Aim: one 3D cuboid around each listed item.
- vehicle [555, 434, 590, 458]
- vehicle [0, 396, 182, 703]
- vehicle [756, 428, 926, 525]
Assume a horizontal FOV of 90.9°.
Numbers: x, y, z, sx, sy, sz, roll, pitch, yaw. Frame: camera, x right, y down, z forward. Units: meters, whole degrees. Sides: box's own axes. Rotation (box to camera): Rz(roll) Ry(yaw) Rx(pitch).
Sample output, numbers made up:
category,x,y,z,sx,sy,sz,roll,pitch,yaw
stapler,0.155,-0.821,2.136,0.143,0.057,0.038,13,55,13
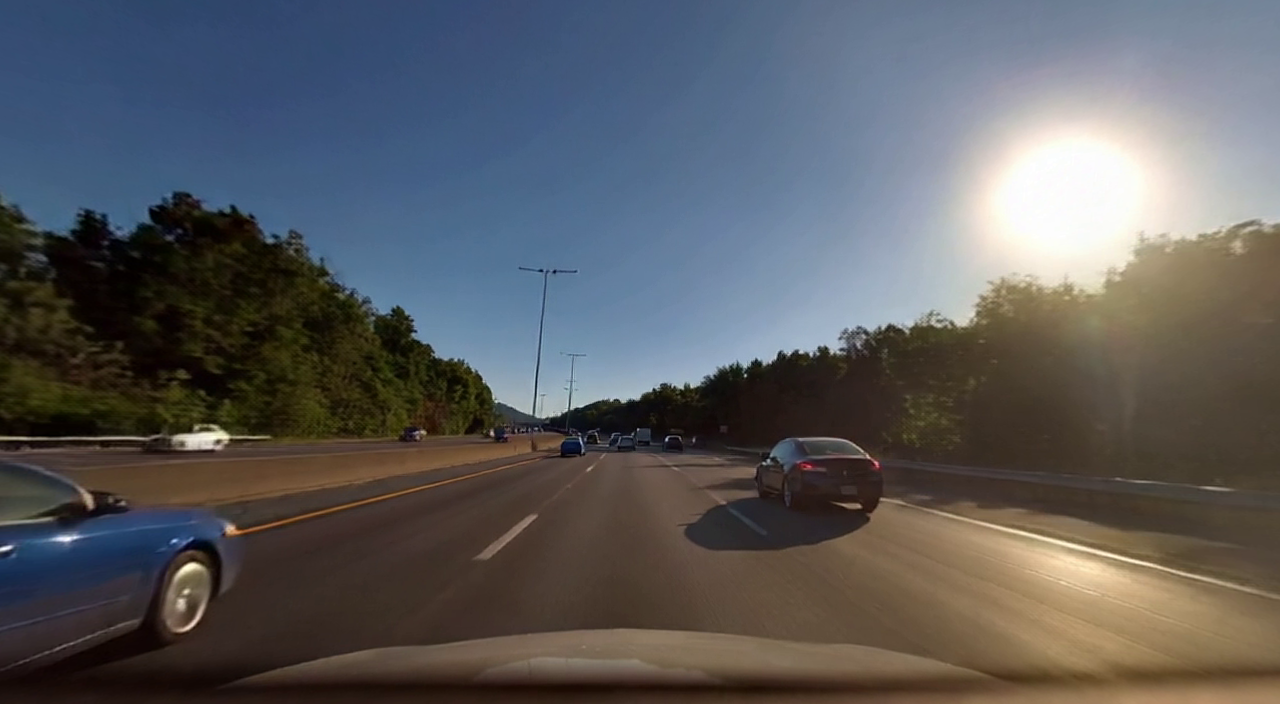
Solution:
category,x,y,z,sx,sy,sz,roll,pitch,yaw
vehicle,-4.531,6.338,42.837,1.941,1.529,4.111,0,-8,-1
vehicle,-3.922,0.788,1.515,2.032,1.535,4.889,0,-8,-1
vehicle,3.593,2.268,12.109,1.883,1.536,3.792,0,-8,-2
